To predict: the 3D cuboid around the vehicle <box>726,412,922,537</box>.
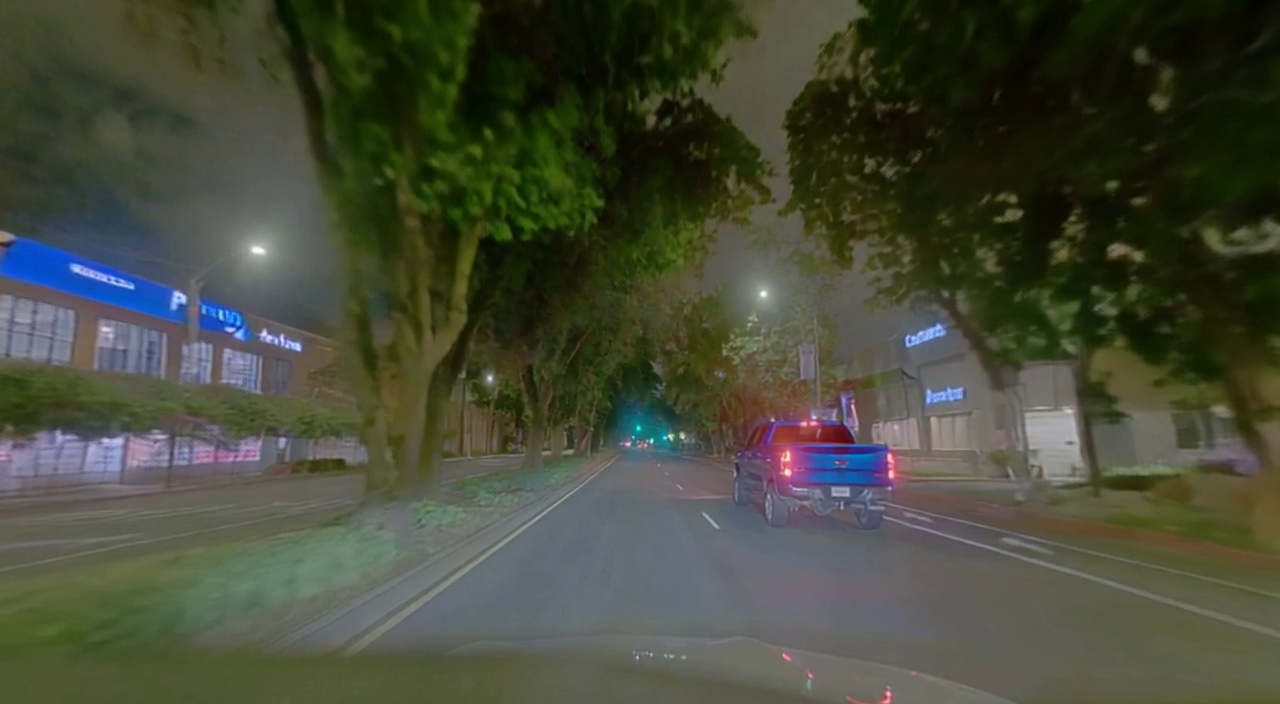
[{"bbox_3d":[3.090,2.207,12.052,2.085,1.828,5.383,0,-9,0],"label":"vehicle"}]
